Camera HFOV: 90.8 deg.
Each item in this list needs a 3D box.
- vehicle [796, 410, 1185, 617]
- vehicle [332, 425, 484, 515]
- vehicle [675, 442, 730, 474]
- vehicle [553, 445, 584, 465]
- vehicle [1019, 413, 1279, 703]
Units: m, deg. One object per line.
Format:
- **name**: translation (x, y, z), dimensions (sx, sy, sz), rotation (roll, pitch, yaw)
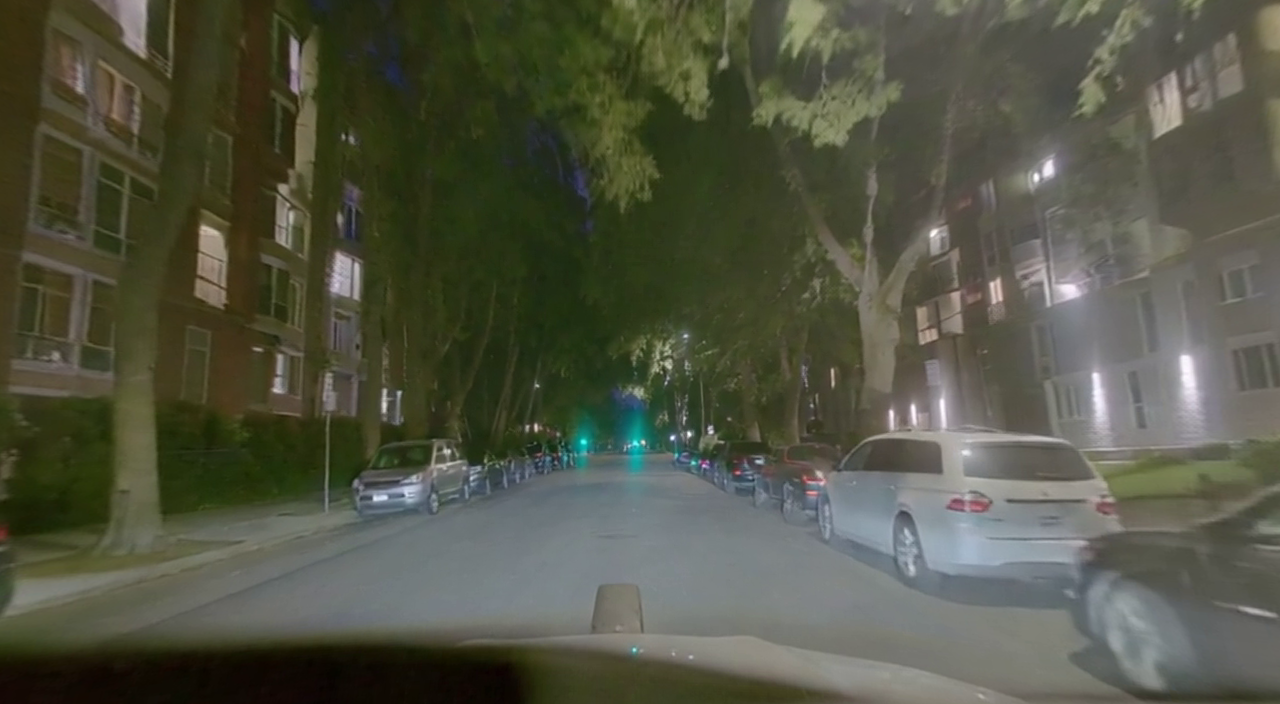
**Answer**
- **vehicle**: translation (3.438, 1.658, 7.496), dimensions (1.964, 1.646, 4.543), rotation (1, -9, -1)
- **vehicle**: translation (-5.462, 2.837, 15.692), dimensions (2.069, 1.881, 4.697), rotation (0, -9, -2)
- **vehicle**: translation (3.150, 5.446, 32.680), dimensions (2.007, 1.545, 4.562), rotation (1, -9, -5)
- **vehicle**: translation (-5.618, 8.120, 49.988), dimensions (2.049, 1.496, 4.598), rotation (-1, -8, -2)
- **vehicle**: translation (3.609, 0.917, 2.022), dimensions (1.886, 1.493, 4.646), rotation (0, -9, 0)
